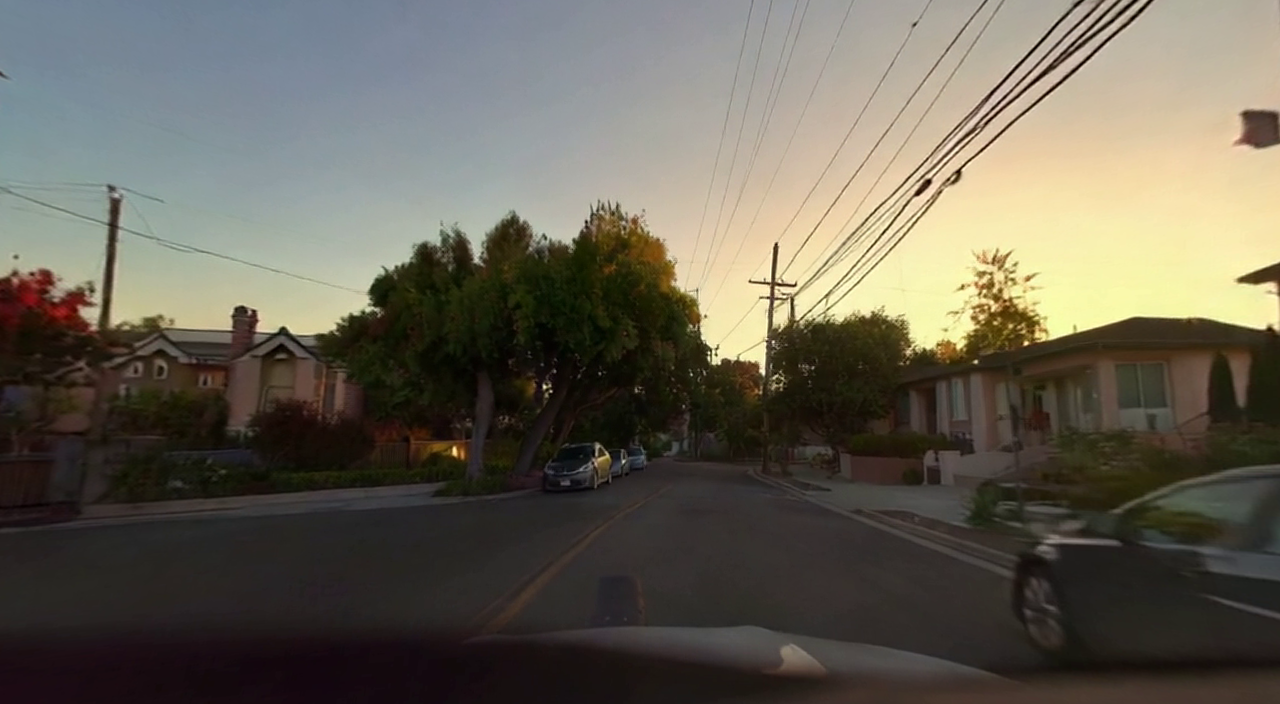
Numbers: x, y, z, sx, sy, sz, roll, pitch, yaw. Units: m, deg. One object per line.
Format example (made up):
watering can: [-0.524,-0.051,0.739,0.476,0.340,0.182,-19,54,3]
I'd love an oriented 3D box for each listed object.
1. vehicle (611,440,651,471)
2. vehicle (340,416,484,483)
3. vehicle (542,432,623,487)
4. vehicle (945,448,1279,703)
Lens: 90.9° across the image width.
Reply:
vehicle: [-0.521,6.850,41.948,2.139,1.882,4.635,-1,-9,6]
vehicle: [-10.182,4.427,28.747,5.828,2.818,2.231,2,-9,-13]
vehicle: [-2.141,4.323,25.647,2.463,1.951,5.794,0,-9,3]
vehicle: [3.737,1.212,3.053,2.151,1.468,5.066,0,-9,2]
